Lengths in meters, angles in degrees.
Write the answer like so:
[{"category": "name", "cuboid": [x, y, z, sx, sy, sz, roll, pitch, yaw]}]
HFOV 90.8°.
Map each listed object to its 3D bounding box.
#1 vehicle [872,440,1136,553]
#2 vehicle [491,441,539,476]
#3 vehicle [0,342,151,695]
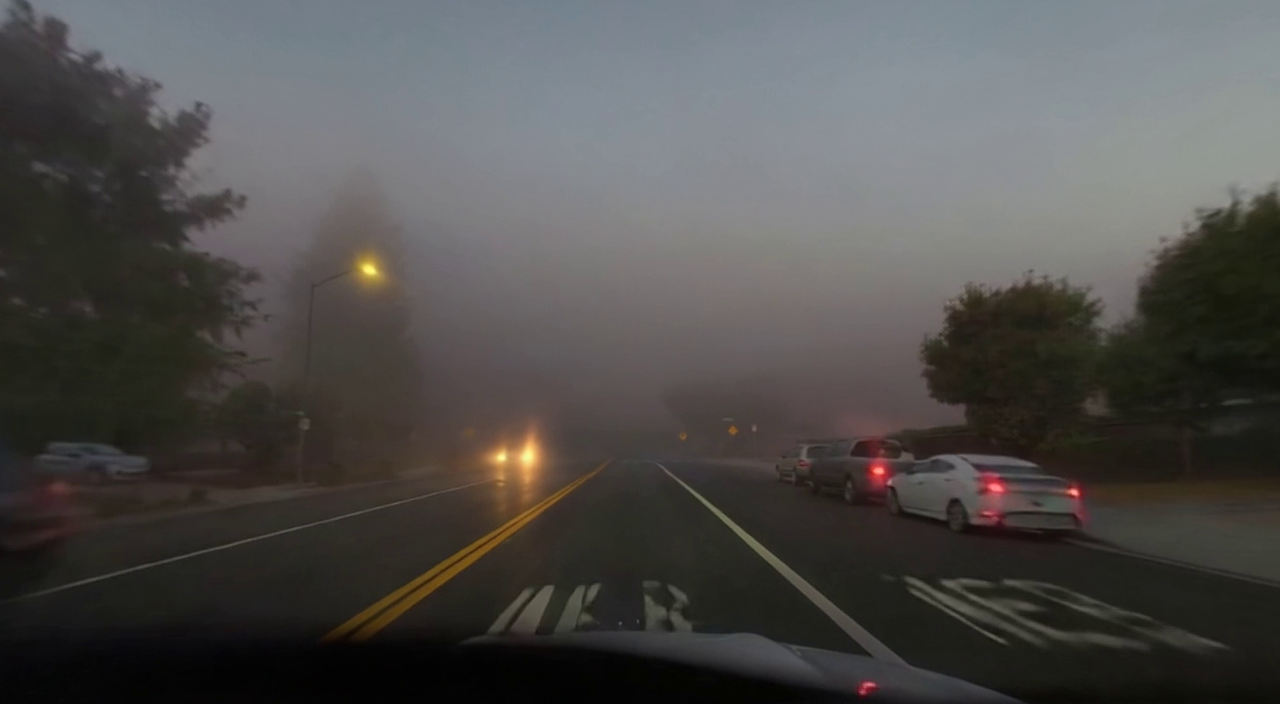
[{"category": "vehicle", "cuboid": [6.344, 2.516, 11.841, 2.226, 1.682, 4.461, 0, -8, -1]}, {"category": "vehicle", "cuboid": [-7.085, 6.074, 36.150, 1.907, 1.860, 3.840, 0, -8, 0]}, {"category": "vehicle", "cuboid": [-4.373, 0.630, 1.609, 2.050, 1.841, 5.290, 0, -8, -1]}]
